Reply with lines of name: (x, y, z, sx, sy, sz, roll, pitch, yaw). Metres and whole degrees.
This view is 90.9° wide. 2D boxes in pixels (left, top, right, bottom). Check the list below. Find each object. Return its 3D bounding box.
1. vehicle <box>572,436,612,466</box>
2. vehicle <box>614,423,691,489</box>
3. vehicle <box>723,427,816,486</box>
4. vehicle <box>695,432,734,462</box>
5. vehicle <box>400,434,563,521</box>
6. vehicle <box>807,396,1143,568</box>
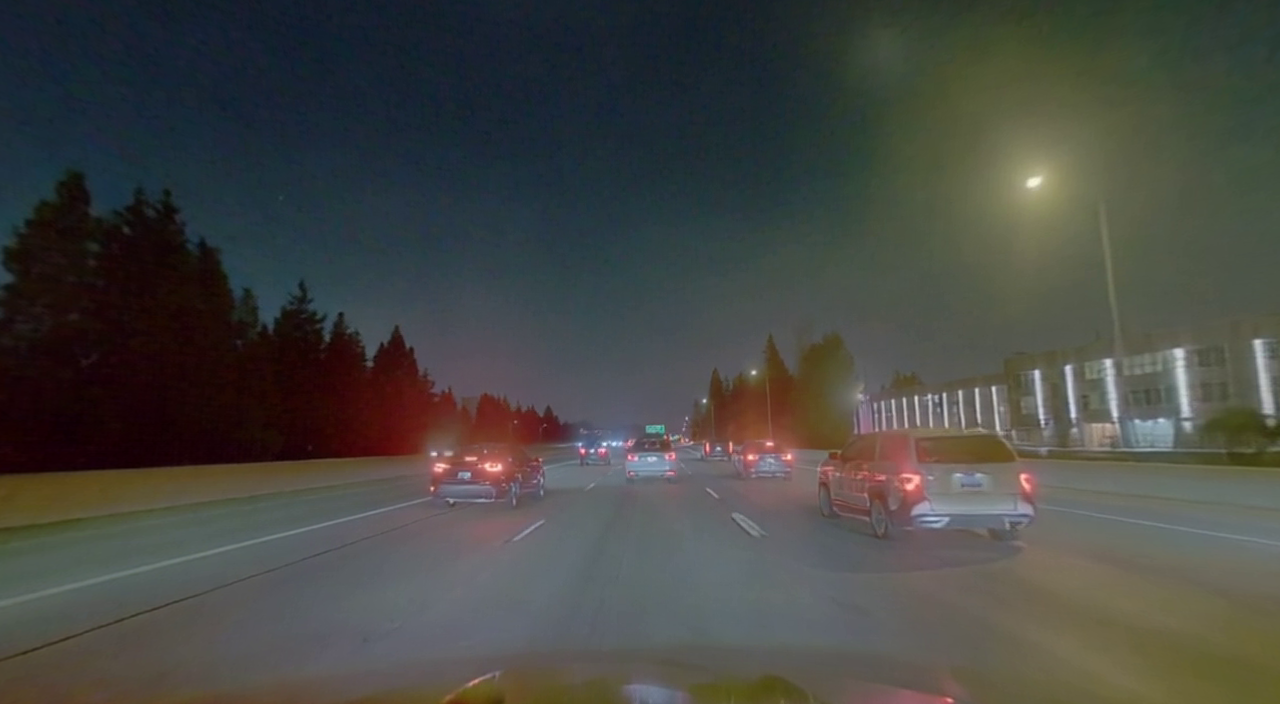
vehicle: (-2.872, 5.982, 38.336, 1.951, 1.694, 4.188, -1, -8, 2)
vehicle: (0.376, 3.256, 20.052, 2.153, 1.805, 4.631, -1, -8, 1)
vehicle: (4.037, 3.348, 20.420, 2.094, 1.676, 4.309, -1, -8, 0)
vehicle: (4.695, 6.076, 40.446, 2.039, 1.832, 3.989, -1, -8, 1)
vehicle: (-3.013, 2.503, 13.260, 1.965, 1.443, 4.968, -1, -8, 2)
vehicle: (3.952, 1.629, 8.623, 2.156, 1.701, 4.494, -1, -8, 1)
